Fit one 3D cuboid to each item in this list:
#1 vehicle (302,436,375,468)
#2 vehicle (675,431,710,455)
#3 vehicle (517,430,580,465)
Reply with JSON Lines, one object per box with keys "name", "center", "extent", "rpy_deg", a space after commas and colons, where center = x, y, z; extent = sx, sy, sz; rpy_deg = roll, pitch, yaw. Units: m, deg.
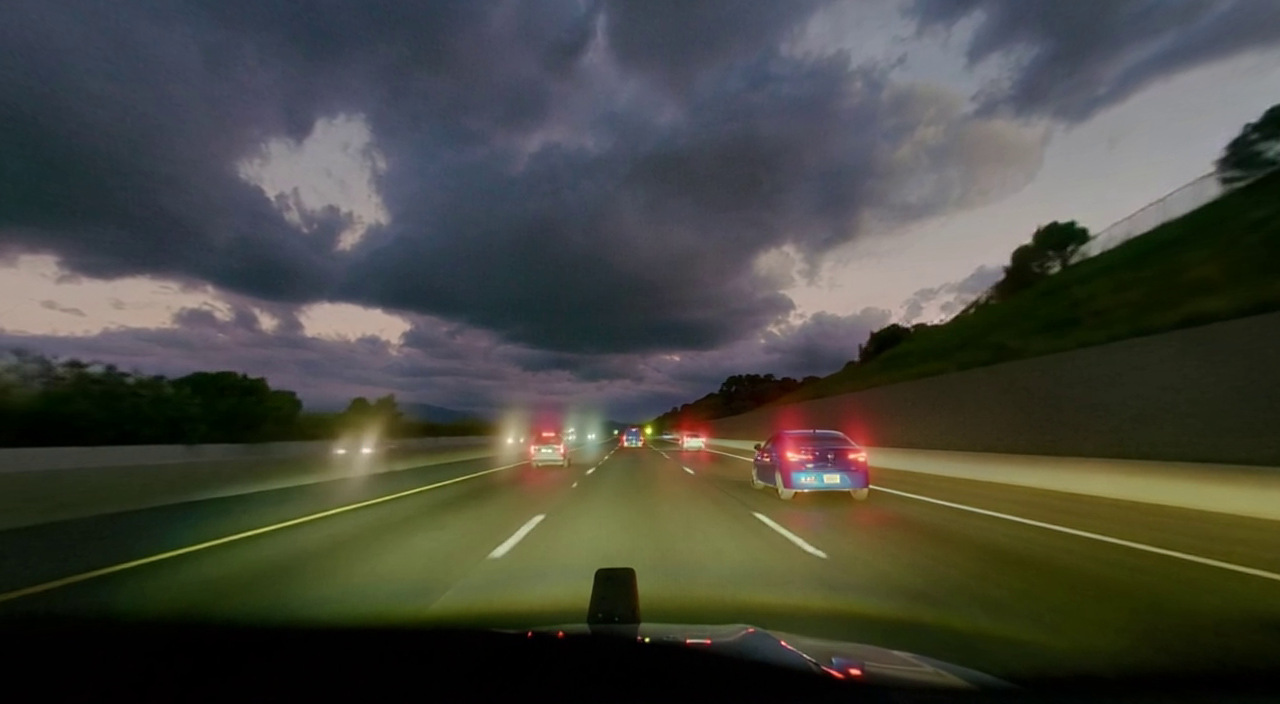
{"name": "vehicle", "center": [-15.142, 5.008, 31.824], "extent": [1.813, 1.476, 3.803], "rpy_deg": [0, -8, 0]}
{"name": "vehicle", "center": [3.317, 5.879, 40.778], "extent": [1.806, 1.469, 3.681], "rpy_deg": [0, -8, -2]}
{"name": "vehicle", "center": [-4.053, 4.307, 28.639], "extent": [2.204, 1.486, 4.121], "rpy_deg": [0, -8, 0]}
